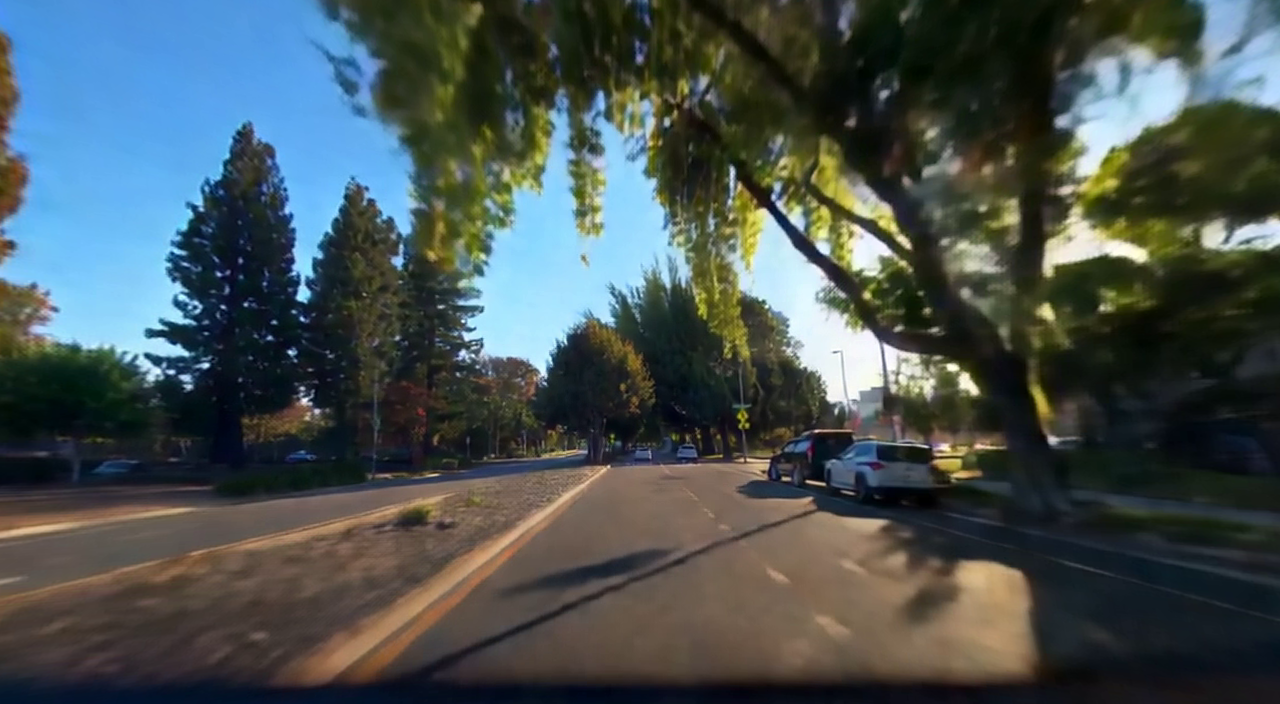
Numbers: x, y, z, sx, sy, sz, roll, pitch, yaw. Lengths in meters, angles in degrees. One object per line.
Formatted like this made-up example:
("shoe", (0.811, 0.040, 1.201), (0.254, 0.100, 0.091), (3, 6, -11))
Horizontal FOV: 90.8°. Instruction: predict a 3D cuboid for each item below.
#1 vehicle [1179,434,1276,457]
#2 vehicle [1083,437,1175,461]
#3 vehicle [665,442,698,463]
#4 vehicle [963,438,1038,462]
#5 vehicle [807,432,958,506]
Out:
("vehicle", (39.658, 6.324, 42.701), (4.648, 1.456, 1.864), (-1, -9, -1))
("vehicle", (32.937, 6.540, 42.622), (4.544, 1.443, 1.914), (-1, -7, 2))
("vehicle", (3.058, 7.562, 47.528), (2.142, 1.501, 4.273), (0, -8, -1))
("vehicle", (24.175, 6.589, 42.426), (3.898, 1.540, 1.803), (0, -9, 1))
("vehicle", (6.431, 3.152, 17.565), (2.040, 1.710, 5.200), (0, -8, -1))
